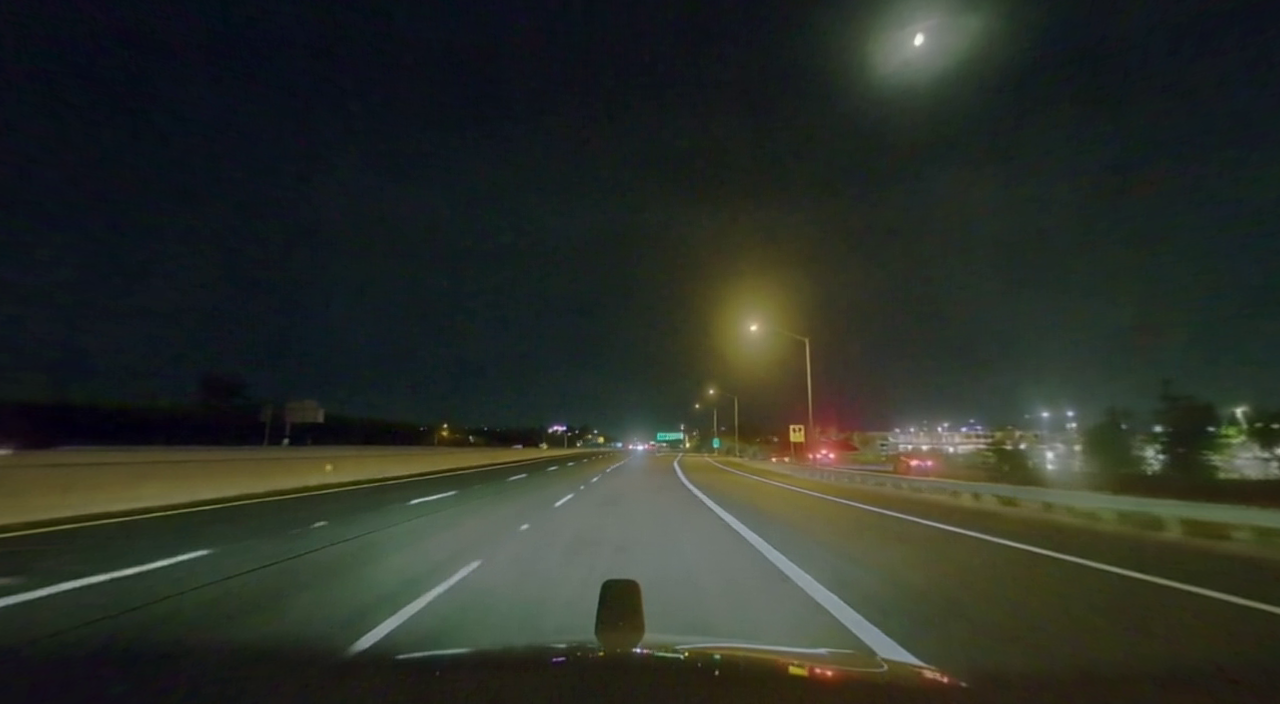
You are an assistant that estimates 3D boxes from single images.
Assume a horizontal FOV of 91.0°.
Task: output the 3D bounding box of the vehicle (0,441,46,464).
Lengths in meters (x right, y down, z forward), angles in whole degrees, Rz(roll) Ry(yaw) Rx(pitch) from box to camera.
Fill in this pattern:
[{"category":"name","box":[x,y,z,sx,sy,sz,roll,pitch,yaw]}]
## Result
[{"category":"vehicle","box":[-44.266,6.973,43.593,1.841,1.544,4.510,0,-9,0]}]
